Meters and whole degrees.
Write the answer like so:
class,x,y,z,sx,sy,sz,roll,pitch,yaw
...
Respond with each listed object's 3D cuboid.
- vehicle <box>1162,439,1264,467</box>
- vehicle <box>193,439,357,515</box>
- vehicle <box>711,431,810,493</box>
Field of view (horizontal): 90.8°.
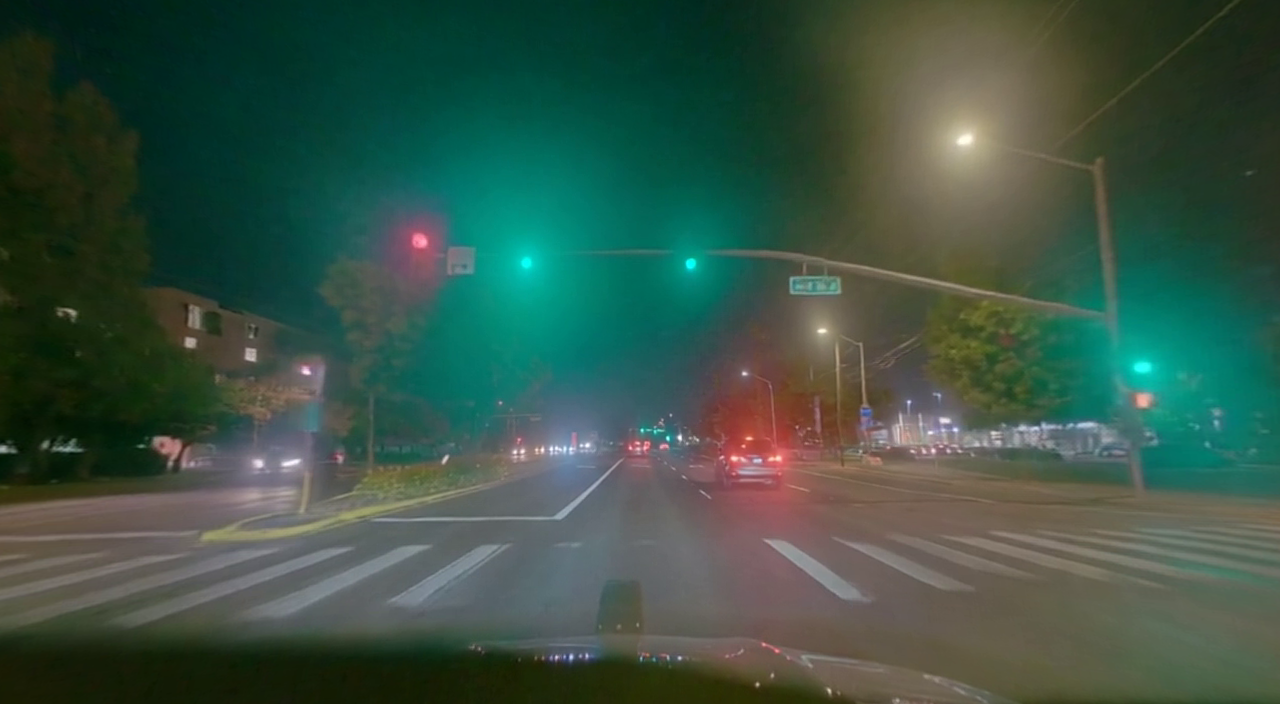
class,x,y,z,sx,sy,sz,roll,pitch,yaw
vehicle,34.579,6.112,38.180,4.236,1.632,1.892,0,-8,1
vehicle,-9.174,3.096,16.376,1.816,1.478,4.404,-2,-6,-2
vehicle,3.604,3.372,19.751,2.128,1.699,4.222,0,-8,-2
